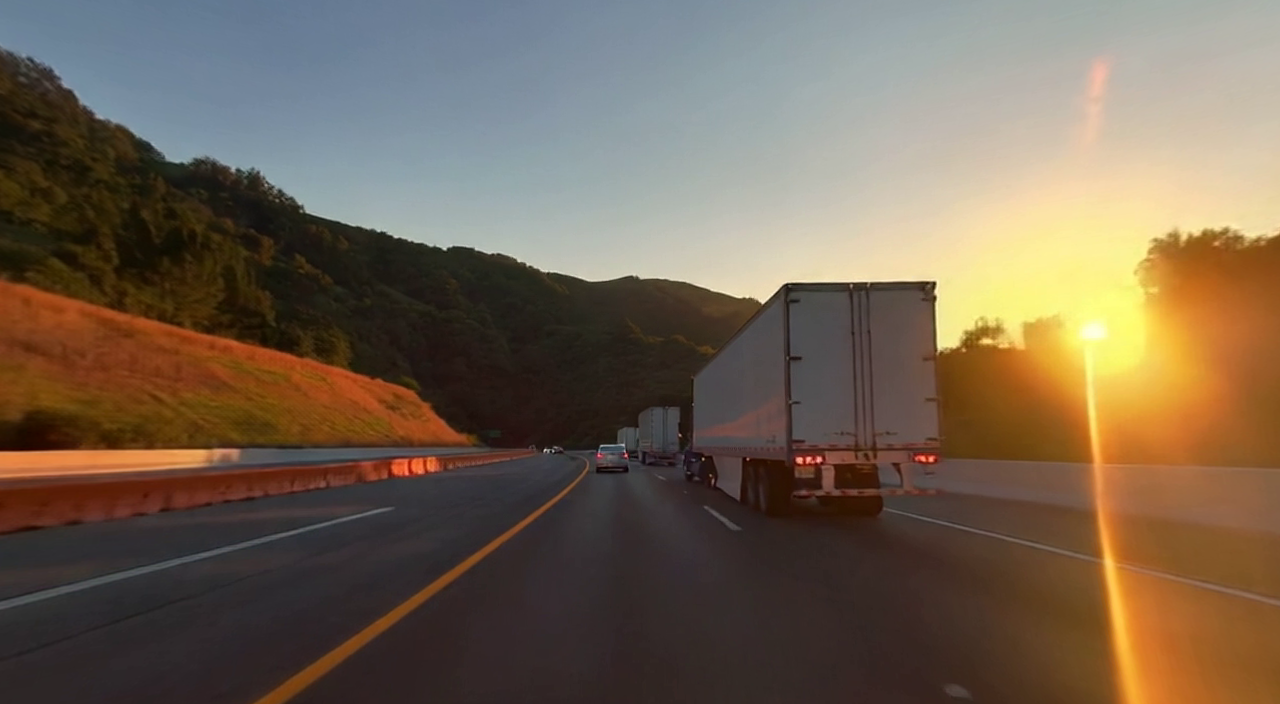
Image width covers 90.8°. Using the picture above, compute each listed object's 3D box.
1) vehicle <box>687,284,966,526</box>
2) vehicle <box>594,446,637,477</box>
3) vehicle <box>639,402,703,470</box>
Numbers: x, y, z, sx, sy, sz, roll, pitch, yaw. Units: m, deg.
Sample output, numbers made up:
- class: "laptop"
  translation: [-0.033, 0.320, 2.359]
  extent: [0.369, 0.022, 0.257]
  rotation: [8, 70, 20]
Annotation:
- class: "vehicle"
  translation: [3.656, 1.972, 17.951]
  extent: [2.911, 4.099, 14.578]
  rotation: [0, -9, -2]
- class: "vehicle"
  translation: [-1.272, 5.460, 31.599]
  extent: [2.029, 1.437, 3.794]
  rotation: [0, -9, -3]
- class: "vehicle"
  translation: [1.832, 6.159, 44.939]
  extent: [2.826, 4.050, 13.845]
  rotation: [1, -9, -4]
